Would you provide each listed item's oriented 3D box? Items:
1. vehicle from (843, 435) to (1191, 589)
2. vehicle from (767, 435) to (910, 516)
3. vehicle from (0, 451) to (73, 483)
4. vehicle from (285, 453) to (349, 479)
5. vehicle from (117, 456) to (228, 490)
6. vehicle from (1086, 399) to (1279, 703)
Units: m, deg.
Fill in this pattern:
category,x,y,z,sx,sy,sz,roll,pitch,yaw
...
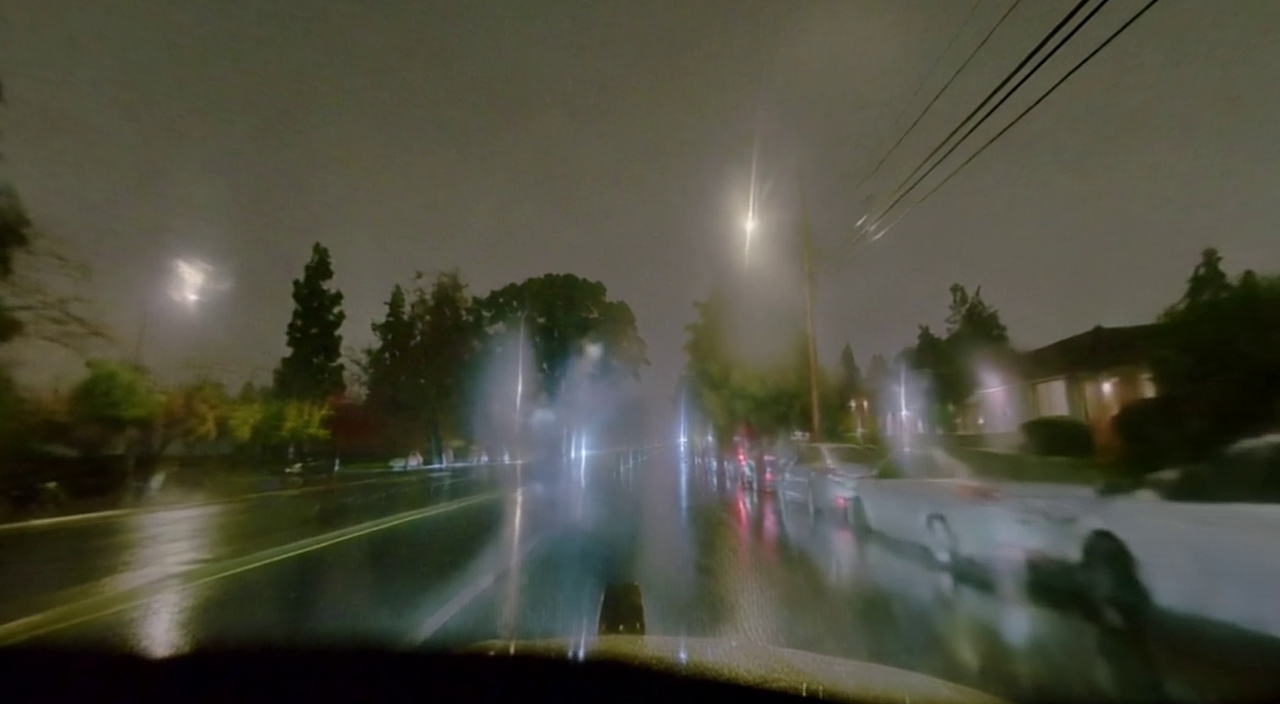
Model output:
category,x,y,z,sx,sy,sz,roll,pitch,yaw
vehicle,4.346,1.871,8.332,1.788,1.452,4.424,0,-9,-1
vehicle,4.339,2.756,14.645,1.794,1.560,4.429,0,-9,-1
vehicle,-33.682,6.161,34.064,4.374,1.649,1.943,-1,-9,2
vehicle,-22.913,8.070,45.016,1.950,1.466,4.728,-2,-7,2
vehicle,-23.379,6.060,31.861,1.915,1.492,4.565,-1,-9,4
vehicle,4.230,0.922,2.515,1.876,1.578,4.323,-1,-9,3
